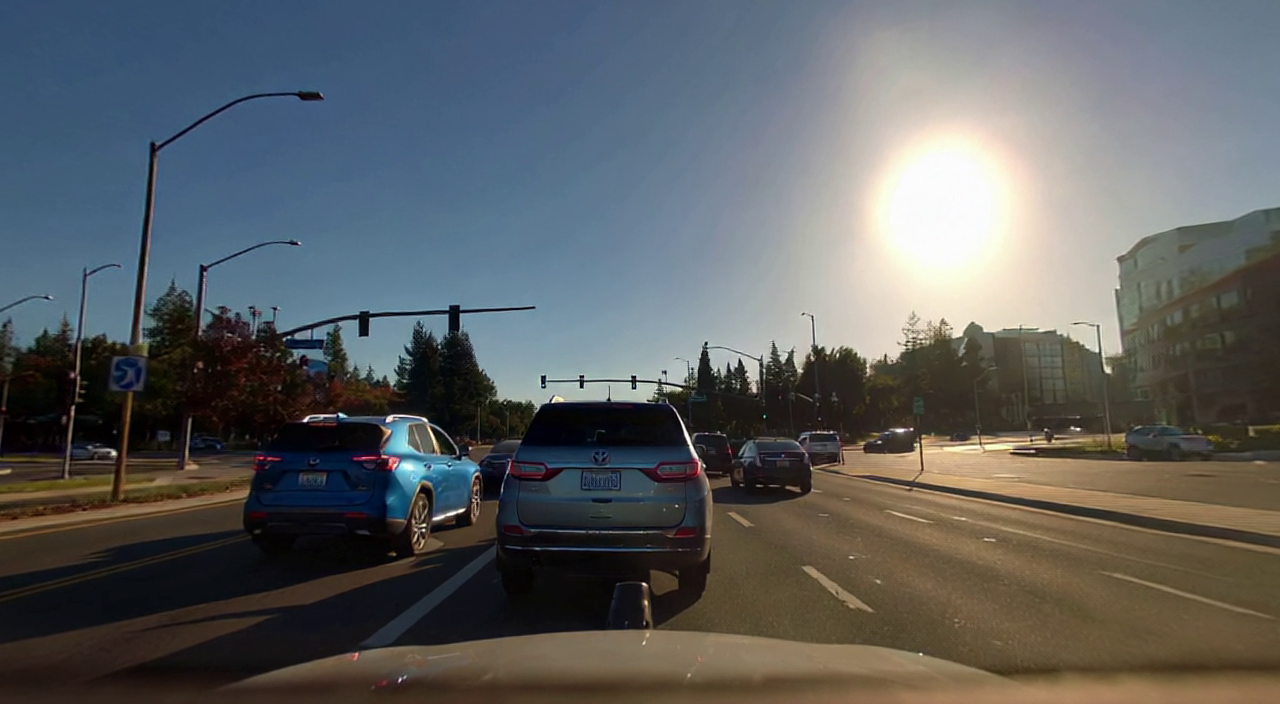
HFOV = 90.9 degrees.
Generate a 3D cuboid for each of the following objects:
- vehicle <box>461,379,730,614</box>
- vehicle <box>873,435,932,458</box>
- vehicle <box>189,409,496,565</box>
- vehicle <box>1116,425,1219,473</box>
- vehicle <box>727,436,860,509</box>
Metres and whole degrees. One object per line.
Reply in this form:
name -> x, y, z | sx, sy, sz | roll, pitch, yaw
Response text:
vehicle -> -0.341, 1.430, 7.094 | 2.064, 1.817, 4.298 | 0, -8, 0
vehicle -> 19.986, 7.202, 47.910 | 4.361, 1.653, 2.034 | 6, -10, -35
vehicle -> -3.733, 1.793, 9.137 | 2.160, 1.666, 4.583 | 0, -8, 1
vehicle -> 19.280, 3.513, 22.973 | 4.215, 1.578, 1.892 | 7, -11, -38
vehicle -> 3.459, 2.795, 15.135 | 2.121, 1.494, 4.208 | 0, -8, 0
